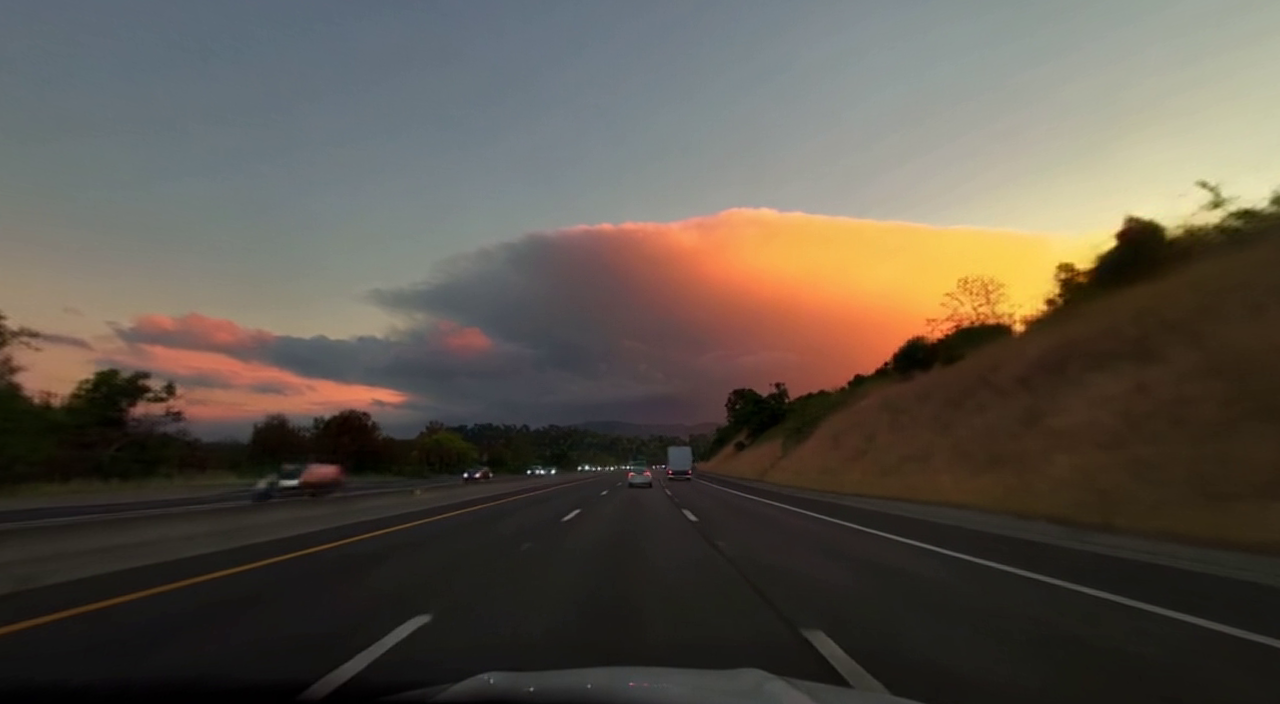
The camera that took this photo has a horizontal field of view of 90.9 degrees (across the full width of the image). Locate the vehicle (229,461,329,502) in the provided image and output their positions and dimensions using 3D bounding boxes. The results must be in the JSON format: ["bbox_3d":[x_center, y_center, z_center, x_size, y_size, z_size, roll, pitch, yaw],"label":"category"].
[{"bbox_3d":[-15.741,5.643,27.743,1.909,1.615,4.119,0,-10,0],"label":"vehicle"}]

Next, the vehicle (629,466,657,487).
[{"bbox_3d":[0.224,9.365,47.433,2.015,1.478,3.920,0,-10,0],"label":"vehicle"}]
